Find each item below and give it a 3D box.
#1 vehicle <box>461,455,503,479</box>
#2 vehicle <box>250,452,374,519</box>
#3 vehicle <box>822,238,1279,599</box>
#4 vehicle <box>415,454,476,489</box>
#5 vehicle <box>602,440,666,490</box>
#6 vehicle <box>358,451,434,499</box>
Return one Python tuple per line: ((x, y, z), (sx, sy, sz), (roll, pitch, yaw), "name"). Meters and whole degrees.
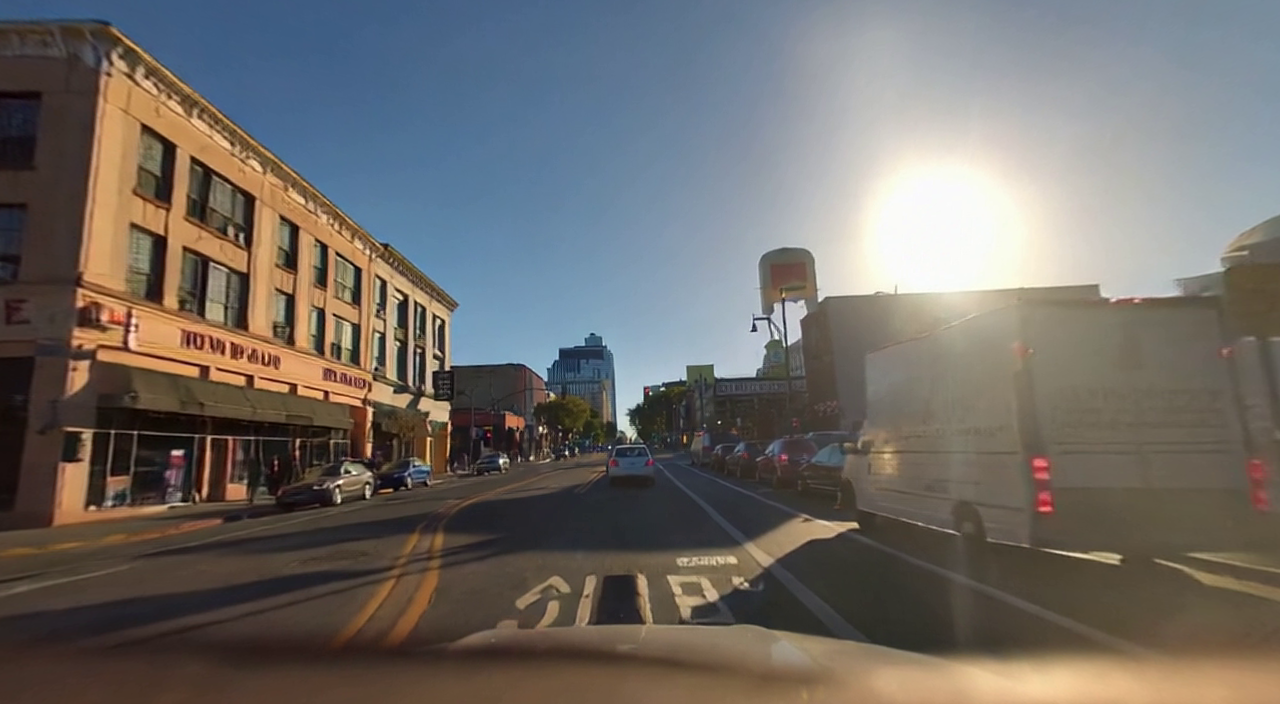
((-11.188, 8.126, 44.958), (1.868, 1.502, 4.626), (0, -9, -1), "vehicle")
((-11.305, 4.560, 22.148), (2.055, 1.685, 4.370), (-5, -6, -1), "vehicle")
((5.444, 1.127, 9.859), (2.893, 3.553, 7.295), (0, -9, -1), "vehicle")
((-11.196, 6.886, 36.658), (1.920, 1.498, 4.591), (-4, -6, 2), "vehicle")
((-0.217, 4.001, 22.703), (2.086, 1.575, 4.205), (0, -9, 0), "vehicle")
((-11.461, 5.772, 30.052), (1.872, 1.731, 4.656), (-4, -6, -2), "vehicle")
